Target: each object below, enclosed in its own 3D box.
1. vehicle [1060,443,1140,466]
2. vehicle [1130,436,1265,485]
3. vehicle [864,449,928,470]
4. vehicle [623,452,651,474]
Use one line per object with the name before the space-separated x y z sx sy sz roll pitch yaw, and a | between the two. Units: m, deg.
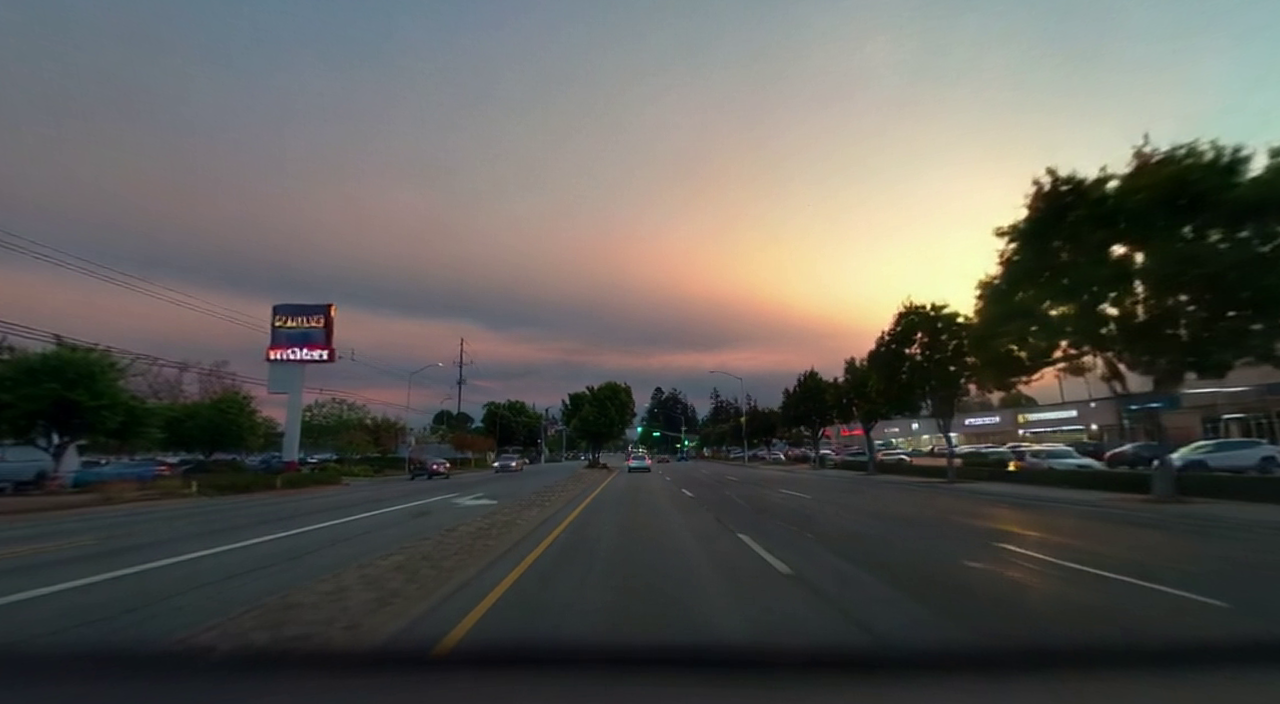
vehicle | 32.374 7.218 44.556 3.999 1.581 1.975 0 -9 1
vehicle | 20.988 4.054 23.760 4.558 1.657 2.149 5 -10 -27
vehicle | 19.623 8.205 48.384 4.333 1.532 2.037 4 -10 -24
vehicle | -0.226 8.505 48.615 2.065 1.521 4.306 0 -9 -1
